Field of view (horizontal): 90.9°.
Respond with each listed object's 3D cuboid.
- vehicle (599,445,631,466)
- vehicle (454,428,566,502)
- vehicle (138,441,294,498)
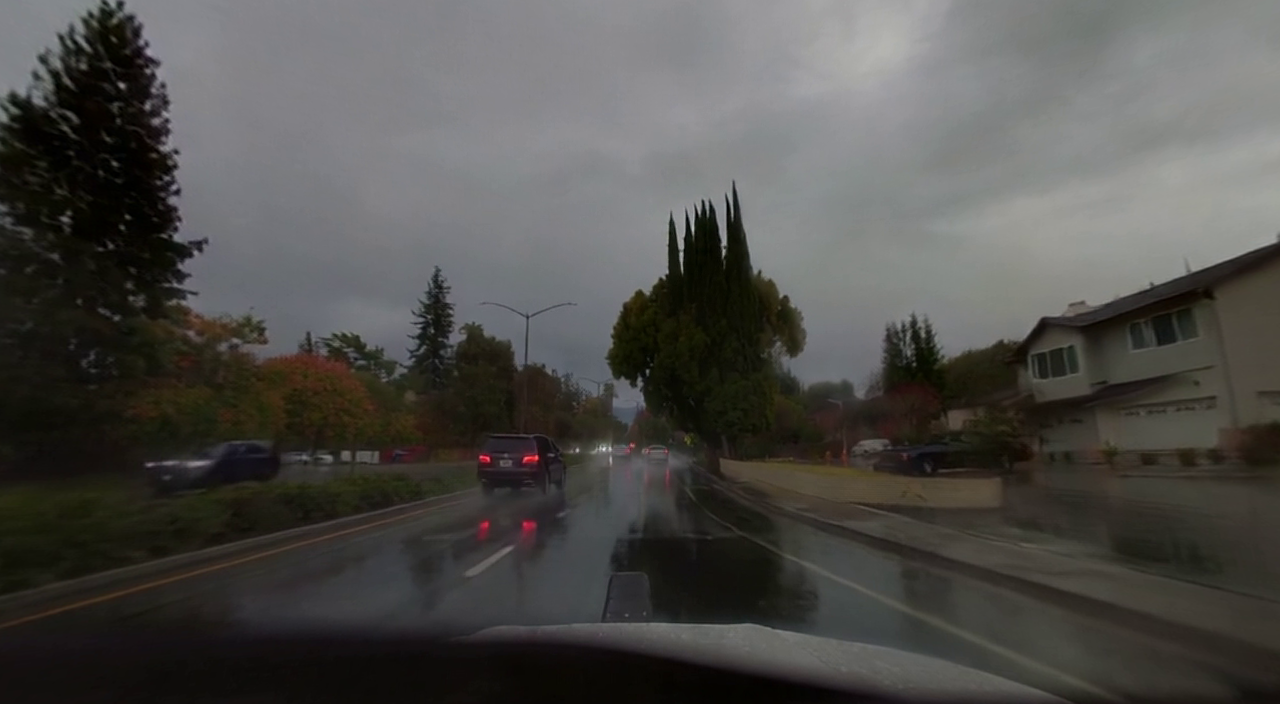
[{"bbox_3d":[-1.894,8.061,49.196,2.119,1.494,4.624,0,-8,2],"label":"vehicle"},{"bbox_3d":[-3.406,3.069,17.481,2.073,1.770,4.302,0,-8,1],"label":"vehicle"},{"bbox_3d":[-14.457,3.991,21.905,2.063,1.715,4.650,0,-8,1],"label":"vehicle"}]
